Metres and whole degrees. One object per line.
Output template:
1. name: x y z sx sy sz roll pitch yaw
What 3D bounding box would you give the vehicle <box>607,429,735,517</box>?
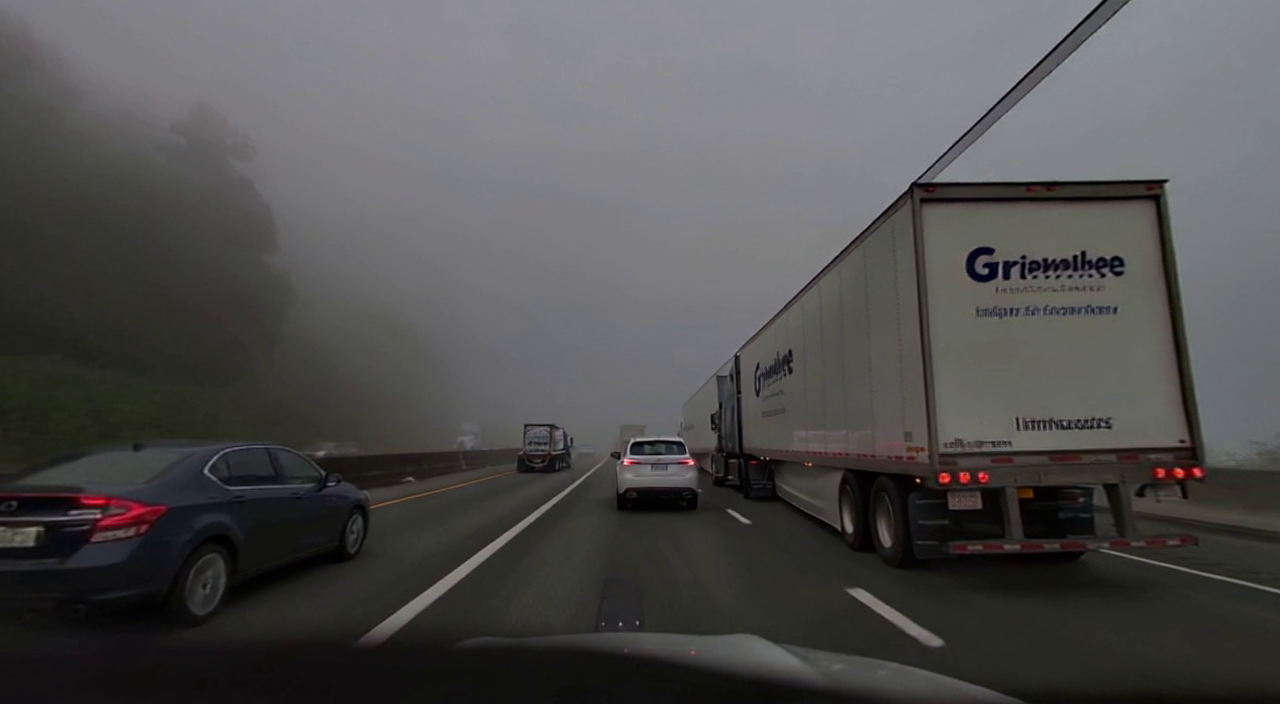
1. vehicle: 0.450 2.385 13.057 2.200 1.495 4.282 0 -8 -2

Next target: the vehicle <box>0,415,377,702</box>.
1. vehicle: -4.400 1.398 5.638 2.100 1.491 4.676 0 -8 0

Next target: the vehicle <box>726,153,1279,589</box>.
1. vehicle: 4.344 1.063 13.011 2.883 4.070 14.423 0 -8 -1

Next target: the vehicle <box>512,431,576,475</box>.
1. vehicle: -3.951 4.235 26.768 2.006 1.729 4.447 0 -8 0
